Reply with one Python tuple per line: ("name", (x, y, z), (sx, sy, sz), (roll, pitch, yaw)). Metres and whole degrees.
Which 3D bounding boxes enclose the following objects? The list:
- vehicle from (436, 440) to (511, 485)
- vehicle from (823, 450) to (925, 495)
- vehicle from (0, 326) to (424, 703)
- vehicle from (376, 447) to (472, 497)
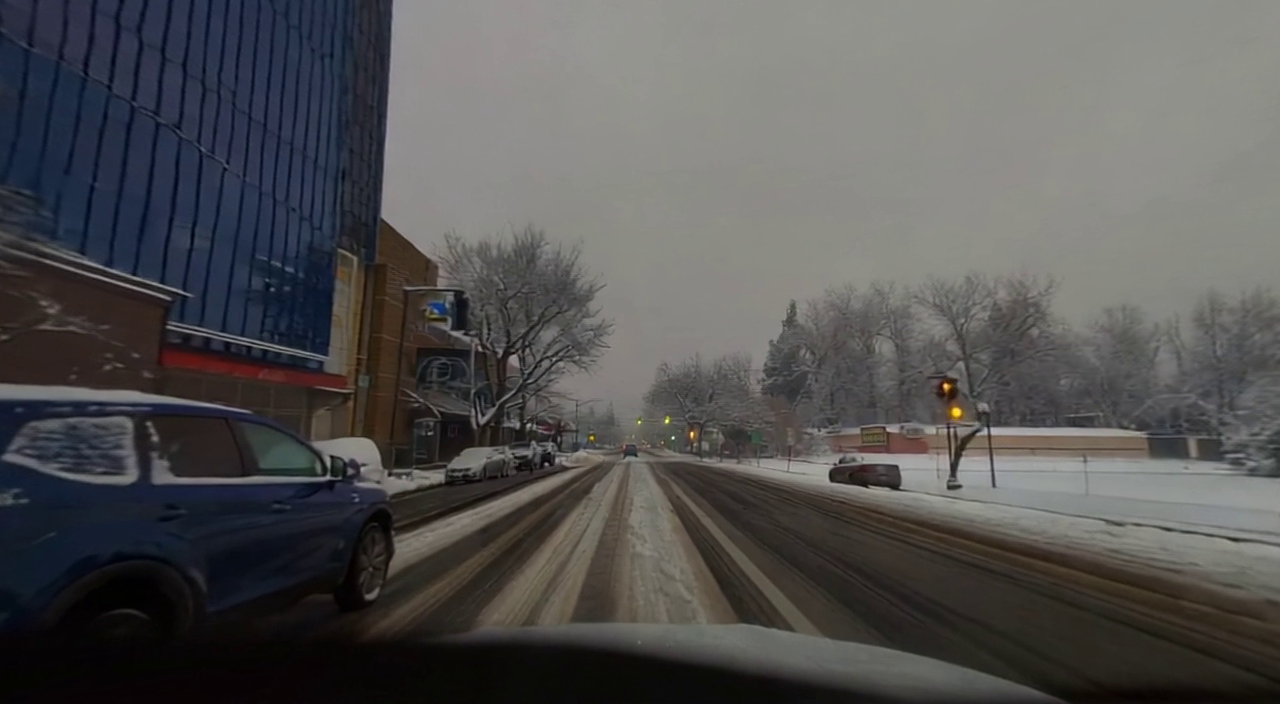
("vehicle", (-6.890, 4.590, 26.576), (1.848, 1.710, 4.354), (-1, -8, 2))
("vehicle", (8.754, 4.513, 24.118), (1.954, 1.478, 4.625), (0, -8, -2))
("vehicle", (-3.122, 1.075, 3.936), (2.002, 1.756, 4.366), (0, -8, 0))
("vehicle", (-7.013, 3.909, 21.025), (1.788, 1.464, 4.135), (0, -8, -1))
